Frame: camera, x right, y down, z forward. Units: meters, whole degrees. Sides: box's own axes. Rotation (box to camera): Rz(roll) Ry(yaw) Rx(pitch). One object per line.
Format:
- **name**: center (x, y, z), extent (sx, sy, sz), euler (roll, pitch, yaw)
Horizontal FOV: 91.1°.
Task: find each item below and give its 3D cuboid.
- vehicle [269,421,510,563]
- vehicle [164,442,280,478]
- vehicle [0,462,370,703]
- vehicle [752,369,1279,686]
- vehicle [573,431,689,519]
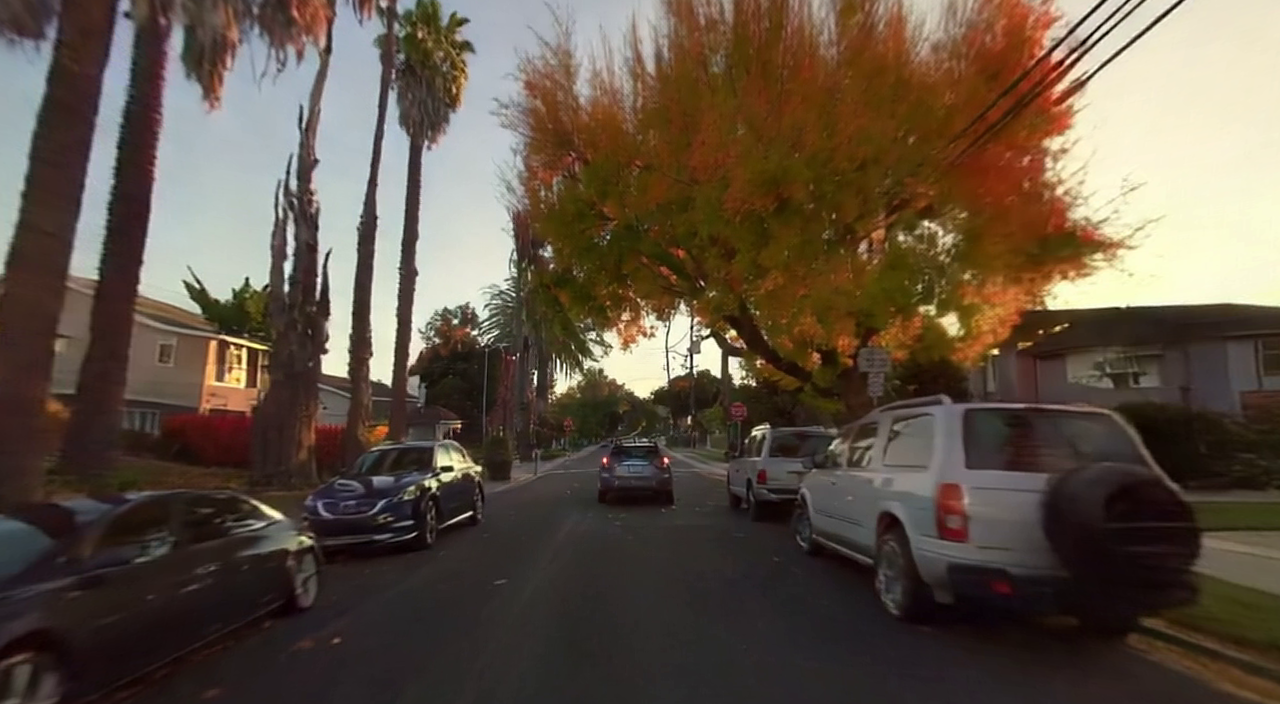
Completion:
- **vehicle**: center (-3.393, 1.964, 9.526), extent (1.965, 1.657, 4.104), euler (0, -8, 0)
- **vehicle**: center (-20.972, 5.431, 31.634), extent (4.557, 1.618, 1.846), euler (-2, -9, 2)
- **vehicle**: center (-3.357, 1.386, 3.850), extent (1.728, 1.305, 3.805), euler (0, -8, 0)
- **vehicle**: center (2.530, 1.271, 5.766), extent (2.136, 1.650, 4.837), euler (0, -8, 0)
- **vehicle**: center (-0.171, 2.441, 12.973), extent (2.010, 1.499, 4.107), euler (0, -9, 0)
